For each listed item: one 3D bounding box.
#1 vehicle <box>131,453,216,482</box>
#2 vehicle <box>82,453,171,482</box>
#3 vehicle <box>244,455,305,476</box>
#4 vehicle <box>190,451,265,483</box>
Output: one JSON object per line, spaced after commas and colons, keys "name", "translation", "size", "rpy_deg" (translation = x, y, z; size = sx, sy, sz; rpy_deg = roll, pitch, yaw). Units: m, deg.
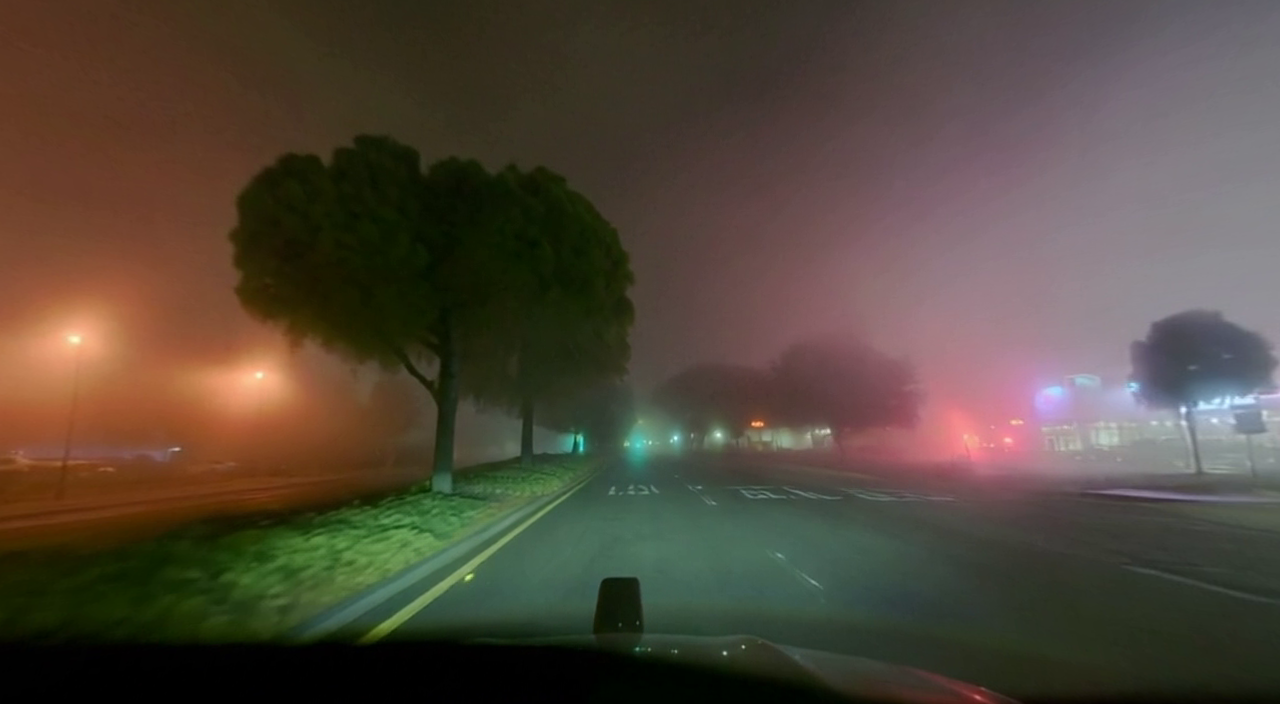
{"name": "vehicle", "translation": [-31.337, 7.752, 42.642], "size": [1.947, 1.751, 4.926], "rpy_deg": [0, -8, 0]}
{"name": "vehicle", "translation": [-34.559, 7.782, 42.735], "size": [2.051, 1.757, 4.689], "rpy_deg": [0, -9, 0]}
{"name": "vehicle", "translation": [-28.205, 8.747, 48.917], "size": [1.852, 1.482, 4.823], "rpy_deg": [0, -9, 0]}
{"name": "vehicle", "translation": [-28.186, 7.875, 43.379], "size": [2.019, 1.934, 5.018], "rpy_deg": [-2, -10, -3]}
